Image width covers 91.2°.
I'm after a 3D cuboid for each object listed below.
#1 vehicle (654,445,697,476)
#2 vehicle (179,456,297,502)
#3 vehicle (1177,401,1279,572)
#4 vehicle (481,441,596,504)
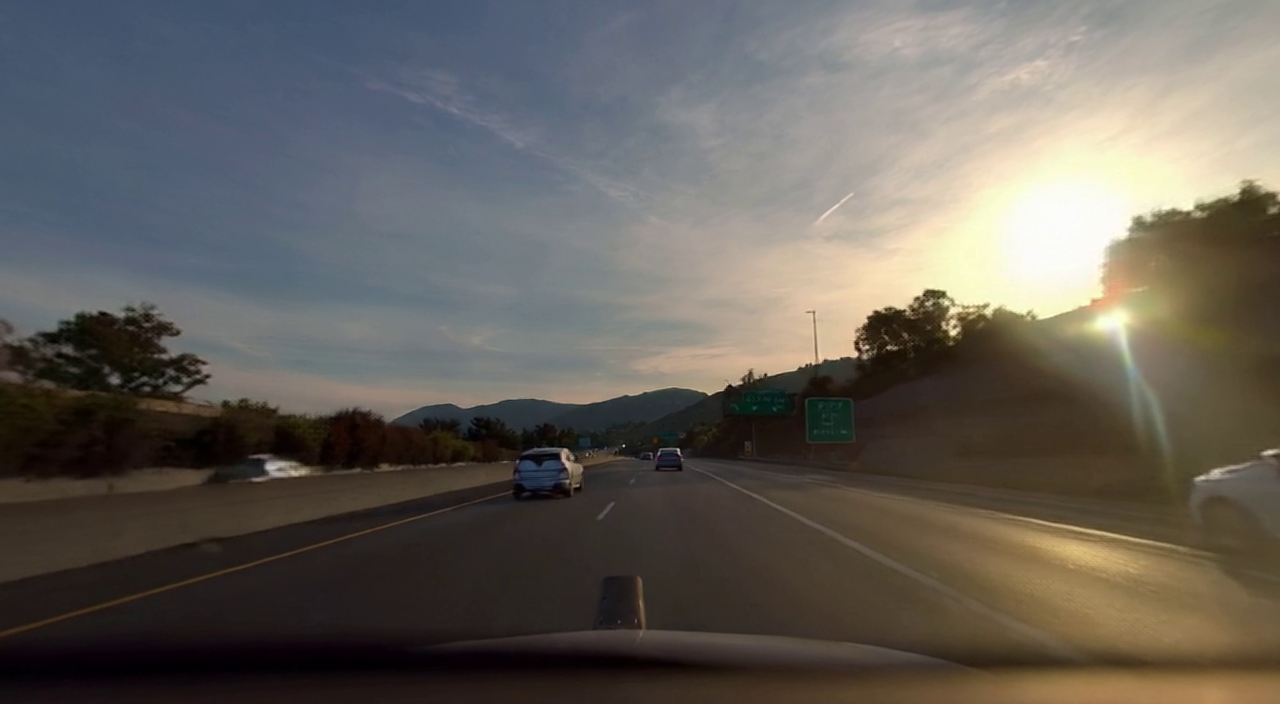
[{"bbox_3d":[2.025,5.978,34.685,1.969,1.595,3.964,-2,-9,9],"label":"vehicle"},{"bbox_3d":[-15.395,4.854,24.329,1.883,1.560,4.194,0,-9,-2],"label":"vehicle"},{"bbox_3d":[7.266,1.180,5.227,2.143,1.667,4.221,-2,-9,8],"label":"vehicle"},{"bbox_3d":[-2.775,3.419,18.272,2.084,1.594,4.219,-2,-9,9],"label":"vehicle"}]
